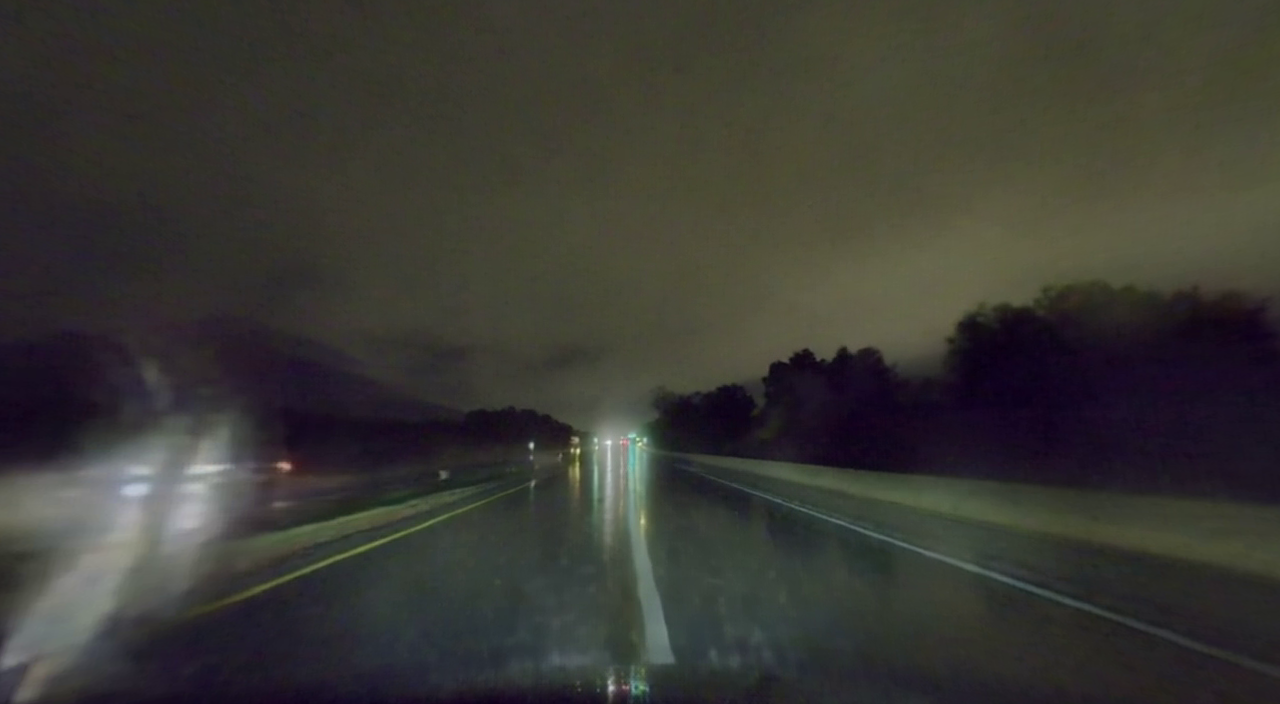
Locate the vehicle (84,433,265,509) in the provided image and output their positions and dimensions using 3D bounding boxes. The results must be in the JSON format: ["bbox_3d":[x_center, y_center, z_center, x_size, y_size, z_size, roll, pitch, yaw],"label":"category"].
[{"bbox_3d":[-14.287,3.658,19.779,2.096,2.063,4.815,0,-9,-2],"label":"vehicle"}]
